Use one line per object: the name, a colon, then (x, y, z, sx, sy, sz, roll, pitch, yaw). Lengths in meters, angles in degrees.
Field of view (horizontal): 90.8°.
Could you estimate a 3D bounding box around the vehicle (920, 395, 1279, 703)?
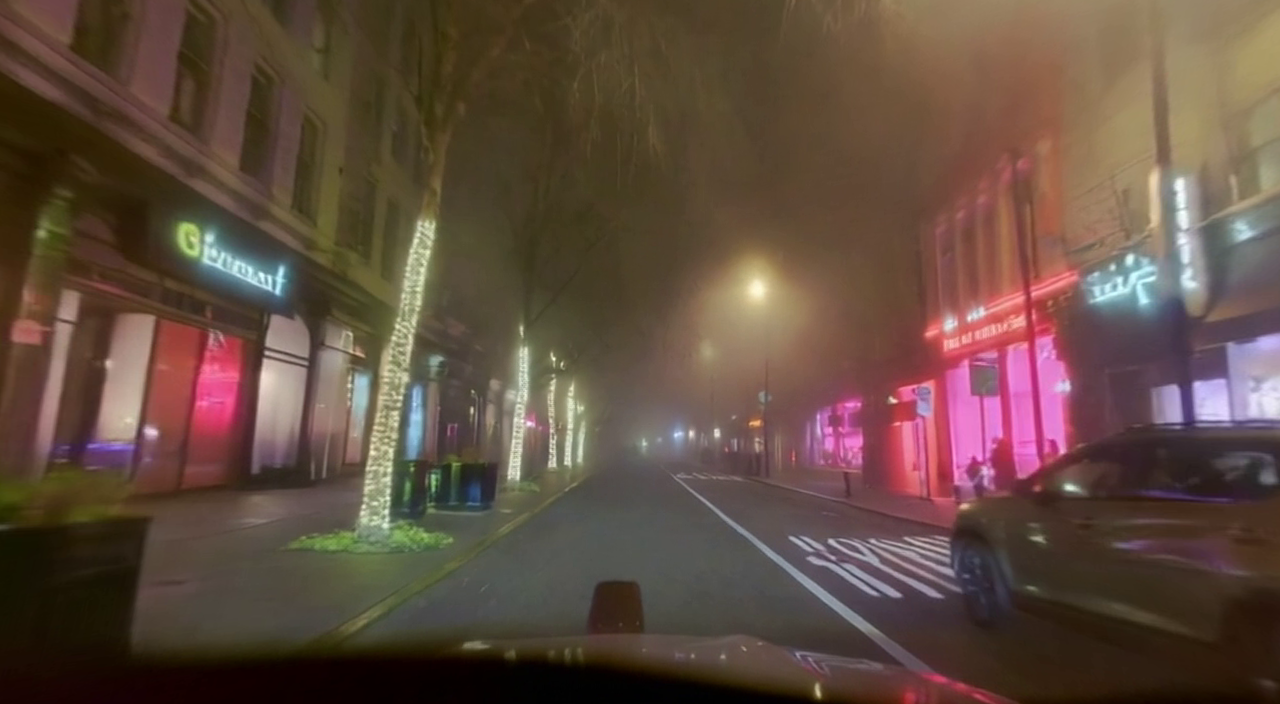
vehicle: (3.482, 1.082, 3.332, 1.971, 1.559, 4.326, 0, -9, -1)
